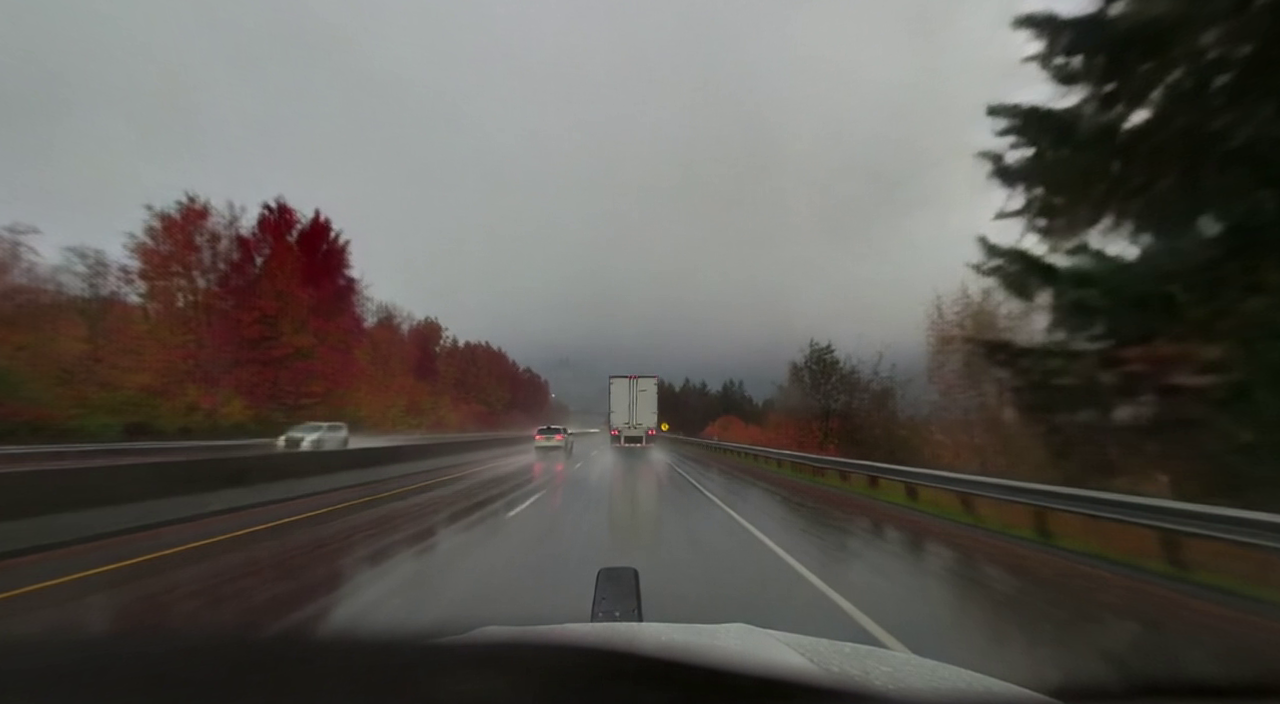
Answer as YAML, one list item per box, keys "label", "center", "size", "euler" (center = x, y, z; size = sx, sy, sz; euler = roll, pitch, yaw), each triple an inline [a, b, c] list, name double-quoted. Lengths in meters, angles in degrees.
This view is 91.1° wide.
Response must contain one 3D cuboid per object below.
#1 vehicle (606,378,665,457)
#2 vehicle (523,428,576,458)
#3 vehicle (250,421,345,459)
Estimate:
- label: "vehicle"
  center: [-0.415, 4.120, 37.986]
  size: [3.013, 4.016, 11.496]
  euler: [0, -8, -2]
- label: "vehicle"
  center: [-4.737, 4.837, 33.613]
  size: [2.217, 1.495, 4.245]
  euler: [0, -8, 0]
- label: "vehicle"
  center: [-15.916, 4.111, 29.550]
  size: [1.979, 1.653, 4.497]
  euler: [0, -8, -1]
